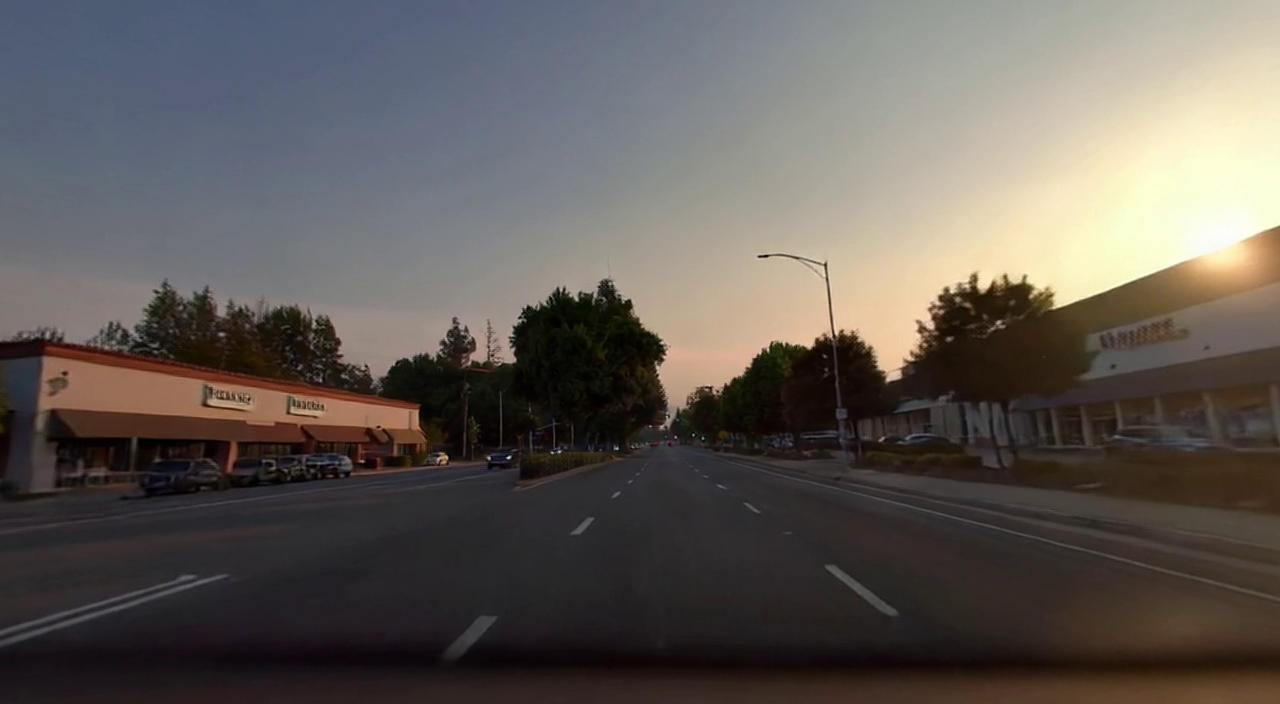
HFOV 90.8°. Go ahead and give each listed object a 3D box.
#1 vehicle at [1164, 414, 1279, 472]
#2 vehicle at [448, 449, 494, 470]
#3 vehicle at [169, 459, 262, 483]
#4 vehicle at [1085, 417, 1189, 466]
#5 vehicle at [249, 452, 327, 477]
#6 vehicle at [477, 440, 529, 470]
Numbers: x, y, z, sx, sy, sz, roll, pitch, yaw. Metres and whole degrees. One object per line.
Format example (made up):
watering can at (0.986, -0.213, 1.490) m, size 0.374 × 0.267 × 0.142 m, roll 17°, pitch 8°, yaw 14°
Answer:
vehicle at (18.427, 2.894, 19.930) m, size 4.277 × 1.605 × 1.920 m, roll 7°, pitch -11°, yaw -38°
vehicle at (-12.527, 8.002, 47.161) m, size 2.011 × 1.499 × 4.531 m, roll 0°, pitch -9°, yaw 2°
vehicle at (-27.189, 7.637, 40.577) m, size 4.553 × 1.445 × 1.942 m, roll 0°, pitch -9°, yaw 1°
vehicle at (18.653, 3.387, 23.638) m, size 4.704 × 1.652 × 1.948 m, roll 7°, pitch -11°, yaw -39°
vehicle at (-26.488, 8.460, 47.627) m, size 4.620 × 1.801 × 2.017 m, roll 0°, pitch -9°, yaw 2°
vehicle at (-9.088, 6.918, 42.448) m, size 2.157 × 1.883 × 5.286 m, roll 0°, pitch -9°, yaw 2°
